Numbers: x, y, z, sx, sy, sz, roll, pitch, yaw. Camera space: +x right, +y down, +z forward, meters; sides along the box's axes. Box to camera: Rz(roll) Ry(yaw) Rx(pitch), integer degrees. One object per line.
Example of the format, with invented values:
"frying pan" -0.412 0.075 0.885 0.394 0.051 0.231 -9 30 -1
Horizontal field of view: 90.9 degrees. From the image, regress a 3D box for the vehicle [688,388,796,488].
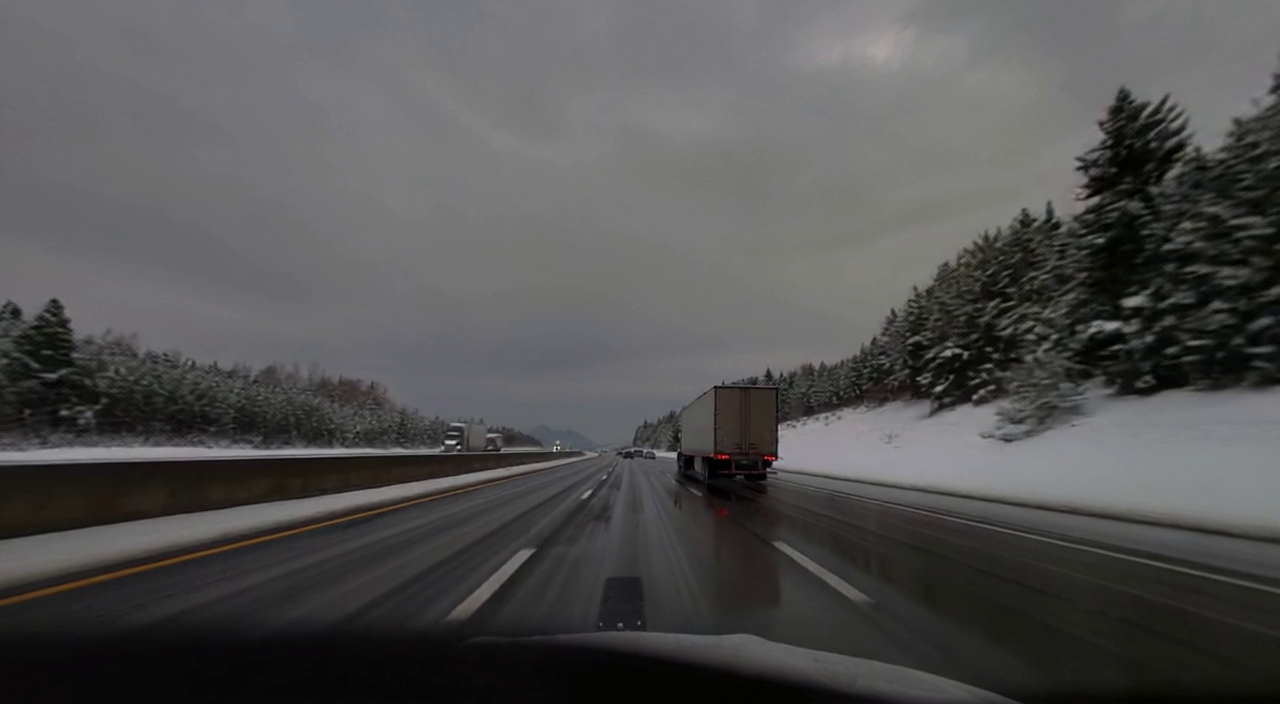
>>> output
"vehicle" 4.125 4.008 28.653 2.876 3.586 11.726 0 -9 0
